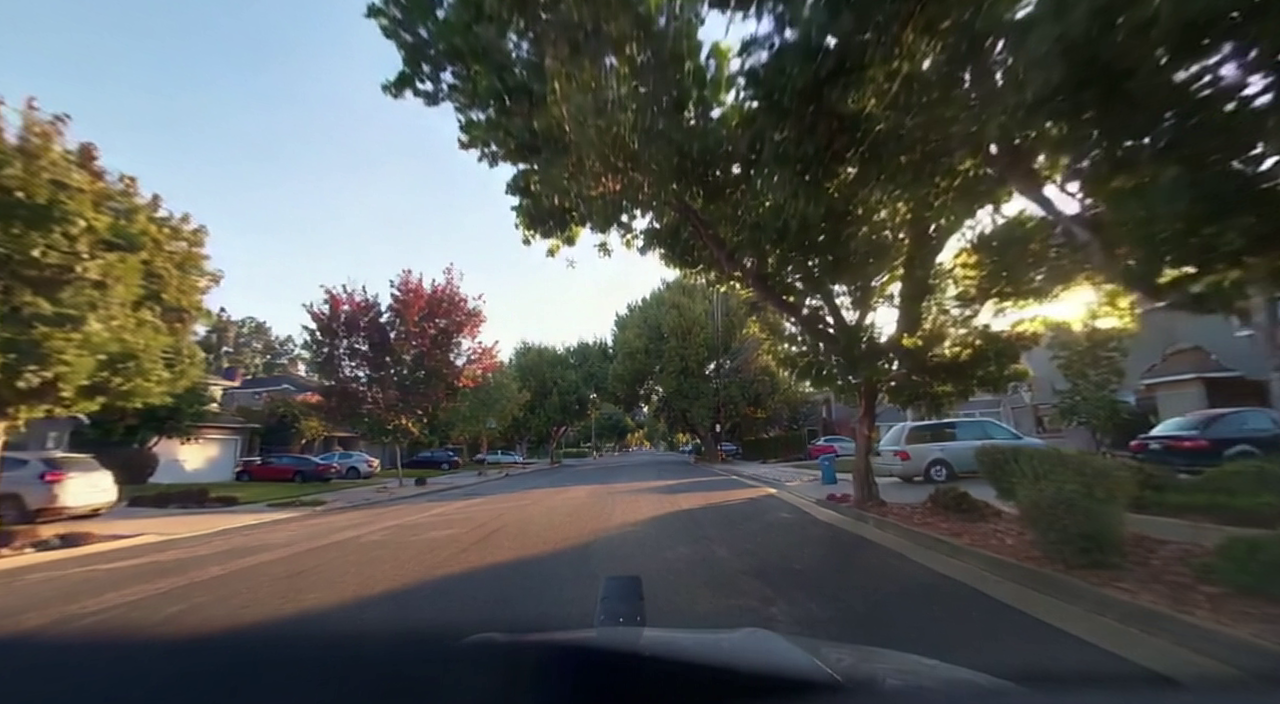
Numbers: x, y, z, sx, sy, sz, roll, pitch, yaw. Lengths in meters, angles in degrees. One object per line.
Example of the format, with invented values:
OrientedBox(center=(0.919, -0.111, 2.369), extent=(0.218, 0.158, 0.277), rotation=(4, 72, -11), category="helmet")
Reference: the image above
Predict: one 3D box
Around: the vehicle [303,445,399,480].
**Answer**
OrientedBox(center=(-14.967, 5.675, 32.767), extent=(4.232, 1.693, 1.949), rotation=(-3, -9, 17), category="vehicle")

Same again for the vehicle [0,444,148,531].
OrientedBox(center=(-13.780, 2.874, 13.784), extent=(4.495, 1.706, 1.972), rotation=(-1, -9, 5), category="vehicle")

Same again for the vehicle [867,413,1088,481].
OrientedBox(center=(9.748, 2.785, 18.610), extent=(5.273, 1.868, 2.070), rotation=(0, -9, 0), category="vehicle")

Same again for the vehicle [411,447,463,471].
OrientedBox(center=(-14.551, 7.669, 45.641), extent=(1.978, 1.586, 5.192), rotation=(0, -9, 0), category="vehicle")

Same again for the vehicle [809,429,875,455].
OrientedBox(center=(15.229, 6.829, 47.822), extent=(4.373, 1.759, 2.093), rotation=(0, -9, 7), category="vehicle")

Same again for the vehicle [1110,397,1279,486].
OrientedBox(center=(13.500, 2.019, 14.172), extent=(4.209, 1.834, 2.019), rotation=(0, -9, 1), category="vehicle")

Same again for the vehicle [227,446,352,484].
OrientedBox(center=(-16.130, 5.223, 29.280), extent=(4.482, 1.648, 2.169), rotation=(0, -9, 0), category="vehicle")
